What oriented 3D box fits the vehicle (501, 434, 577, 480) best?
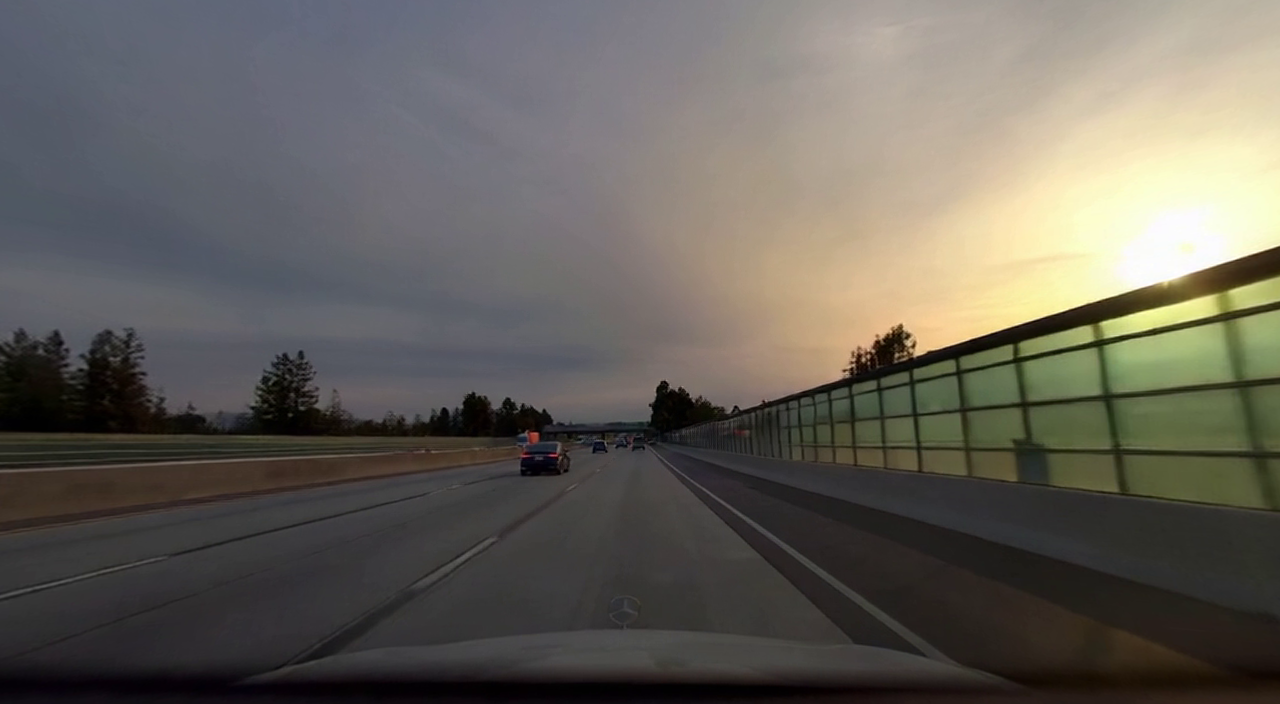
[{"bbox_3d":[-3.614,3.854,23.260,2.059,1.541,4.296,0,-8,0],"label":"vehicle"}]
